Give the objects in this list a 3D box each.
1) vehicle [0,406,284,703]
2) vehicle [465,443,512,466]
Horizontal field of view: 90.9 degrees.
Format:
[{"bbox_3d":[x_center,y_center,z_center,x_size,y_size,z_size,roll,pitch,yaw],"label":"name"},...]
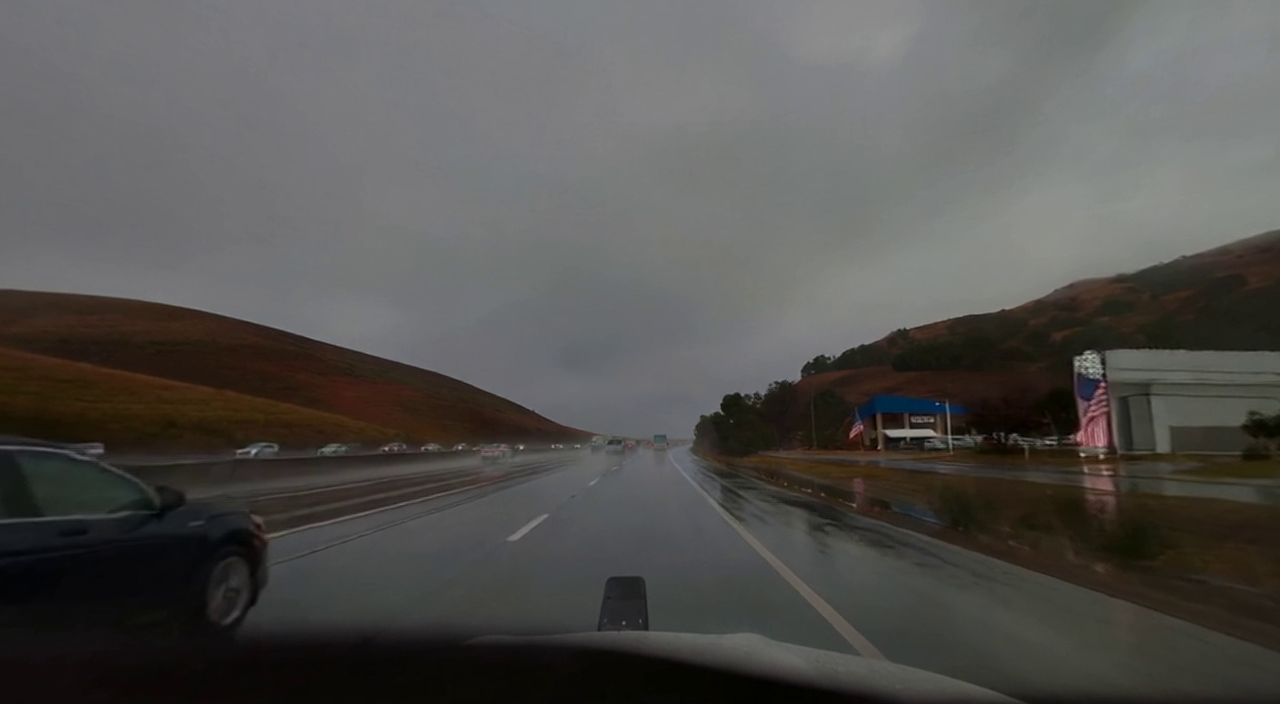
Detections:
[{"bbox_3d":[-3.525,0.949,2.359,1.896,1.491,4.146,0,-8,1],"label":"vehicle"},{"bbox_3d":[-10.183,6.921,42.766,1.927,1.454,4.395,-1,-8,3],"label":"vehicle"}]
